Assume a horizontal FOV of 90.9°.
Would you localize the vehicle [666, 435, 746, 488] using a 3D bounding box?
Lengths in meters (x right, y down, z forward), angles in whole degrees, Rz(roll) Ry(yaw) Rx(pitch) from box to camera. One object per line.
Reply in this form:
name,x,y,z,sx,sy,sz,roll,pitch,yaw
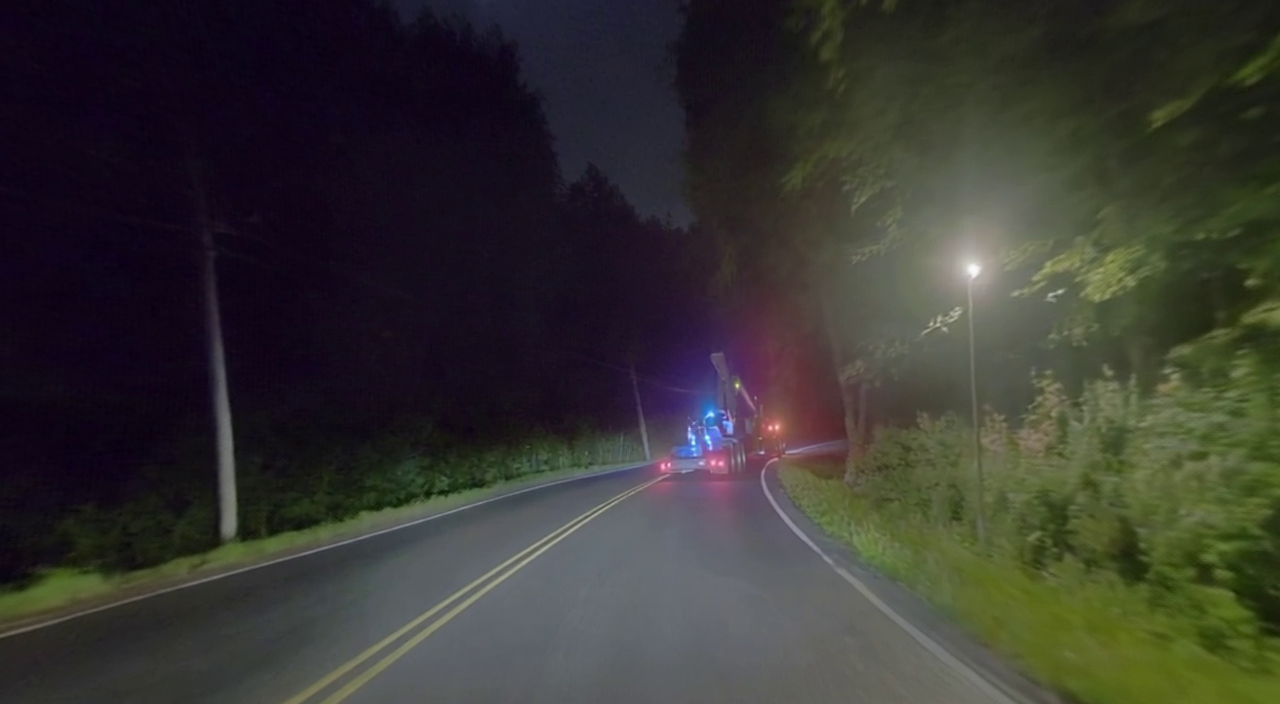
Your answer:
vehicle,2.133,3.401,19.857,2.196,1.465,4.294,-1,-8,8
